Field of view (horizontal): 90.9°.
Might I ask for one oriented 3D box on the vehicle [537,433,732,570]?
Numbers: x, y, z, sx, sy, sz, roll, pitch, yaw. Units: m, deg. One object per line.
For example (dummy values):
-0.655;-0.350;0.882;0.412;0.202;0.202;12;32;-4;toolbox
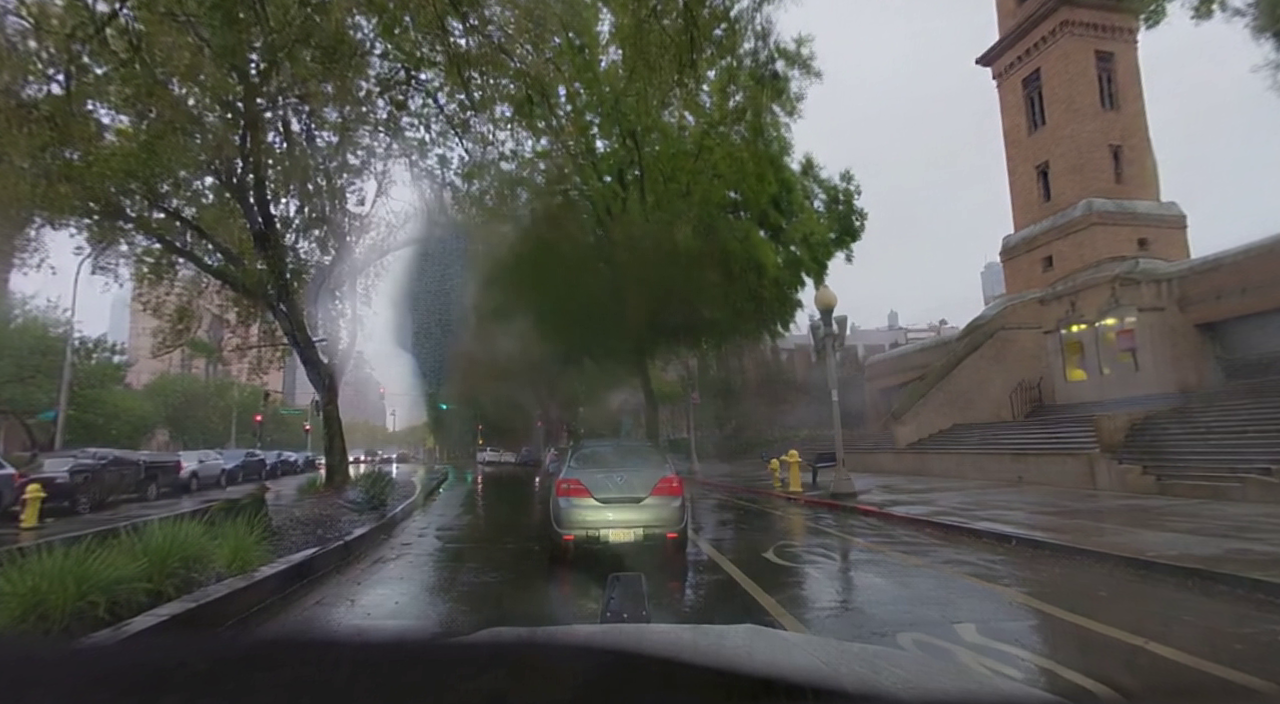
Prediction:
-0.244;1.943;9.025;2.142;1.475;4.051;1;-8;-6;vehicle
